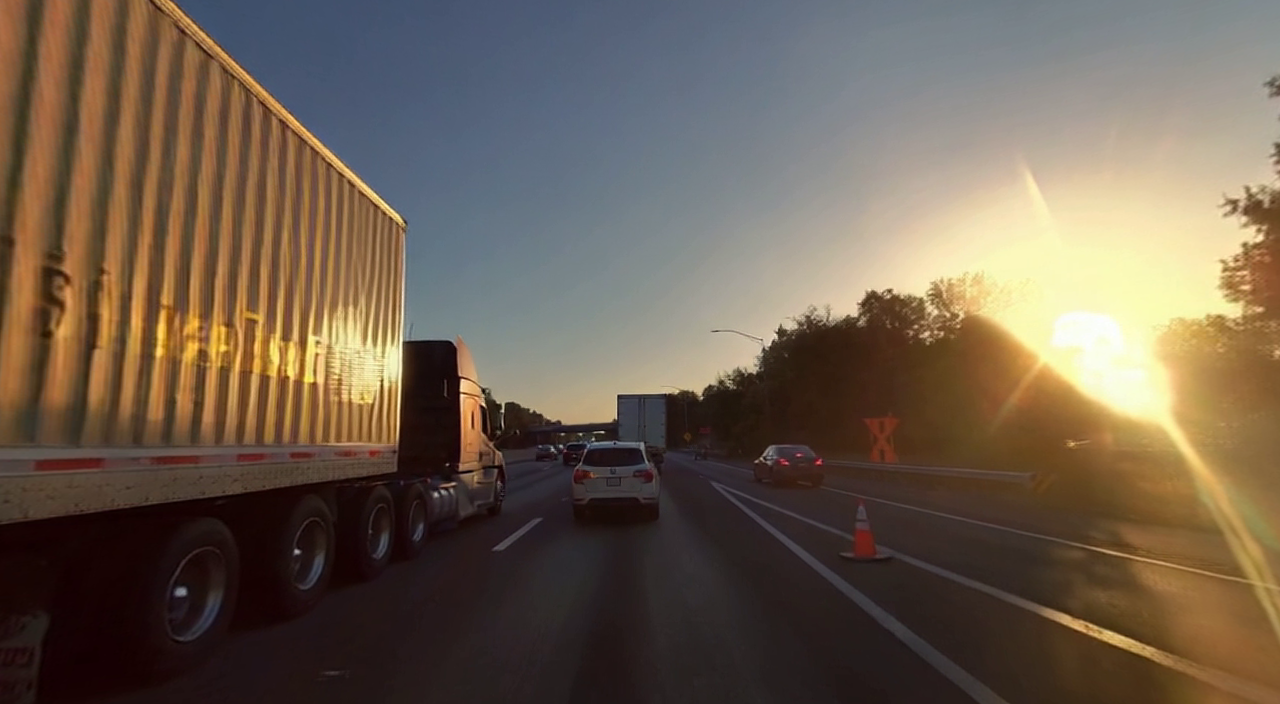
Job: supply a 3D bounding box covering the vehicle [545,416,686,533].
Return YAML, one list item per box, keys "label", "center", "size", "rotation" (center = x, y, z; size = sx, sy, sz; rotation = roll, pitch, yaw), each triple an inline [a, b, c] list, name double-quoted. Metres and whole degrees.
- label: "vehicle"
  center: [-0.363, 2.192, 11.719]
  size: [2.152, 1.779, 3.924]
  rotation: [0, -9, 0]

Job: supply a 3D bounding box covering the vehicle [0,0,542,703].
- label: "vehicle"
  center: [-3.687, 0.184, 6.080]
  size: [2.857, 4.063, 16.026]
  rotation: [0, -8, 0]

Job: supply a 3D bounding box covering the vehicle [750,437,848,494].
- label: "vehicle"
  center: [4.816, 3.501, 19.744]
  size: [1.937, 1.601, 3.798]
  rotation: [0, -9, -2]
